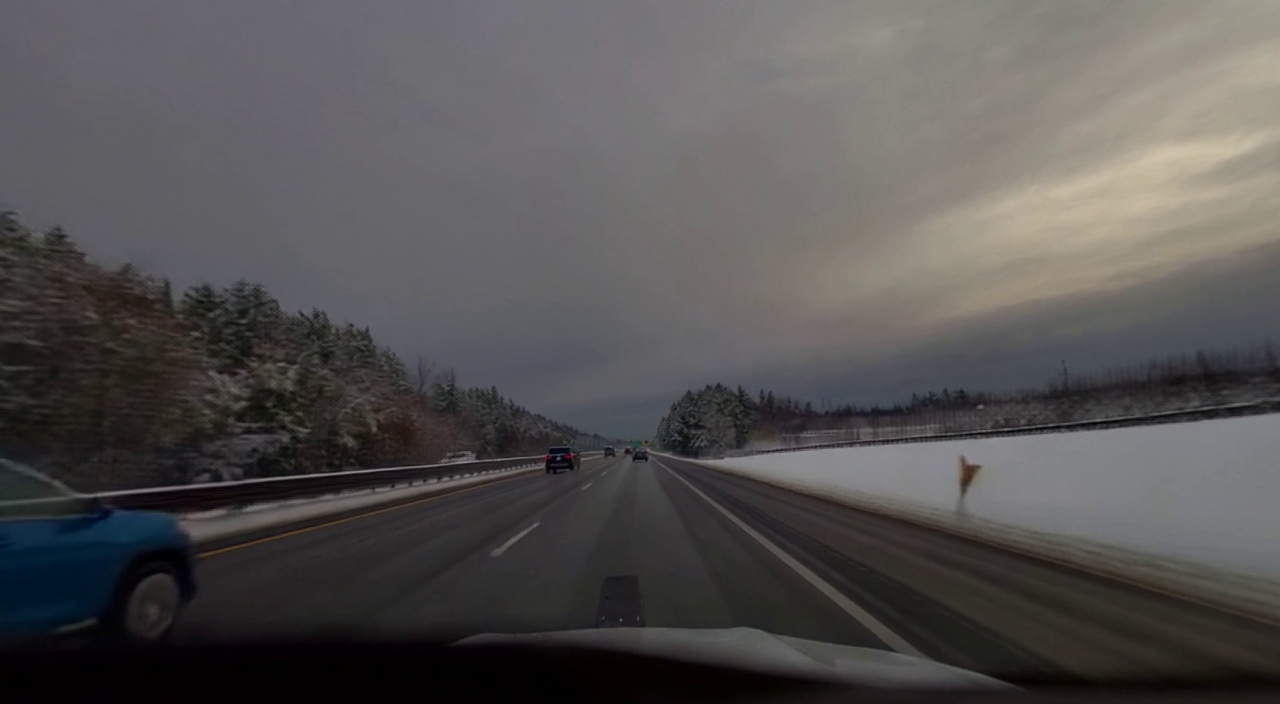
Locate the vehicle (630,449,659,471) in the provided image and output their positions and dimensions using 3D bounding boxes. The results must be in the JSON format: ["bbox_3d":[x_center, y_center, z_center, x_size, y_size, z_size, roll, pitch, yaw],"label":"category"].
[{"bbox_3d":[0.319,7.900,46.322,2.046,1.452,4.407,0,-9,0],"label":"vehicle"}]

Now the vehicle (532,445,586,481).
[{"bbox_3d":[-3.998,5.529,31.802,2.100,1.667,4.223,0,-9,1],"label":"vehicle"}]

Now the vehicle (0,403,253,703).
[{"bbox_3d":[-3.842,0.933,2.377,2.034,1.520,4.236,0,-9,1],"label":"vehicle"}]
